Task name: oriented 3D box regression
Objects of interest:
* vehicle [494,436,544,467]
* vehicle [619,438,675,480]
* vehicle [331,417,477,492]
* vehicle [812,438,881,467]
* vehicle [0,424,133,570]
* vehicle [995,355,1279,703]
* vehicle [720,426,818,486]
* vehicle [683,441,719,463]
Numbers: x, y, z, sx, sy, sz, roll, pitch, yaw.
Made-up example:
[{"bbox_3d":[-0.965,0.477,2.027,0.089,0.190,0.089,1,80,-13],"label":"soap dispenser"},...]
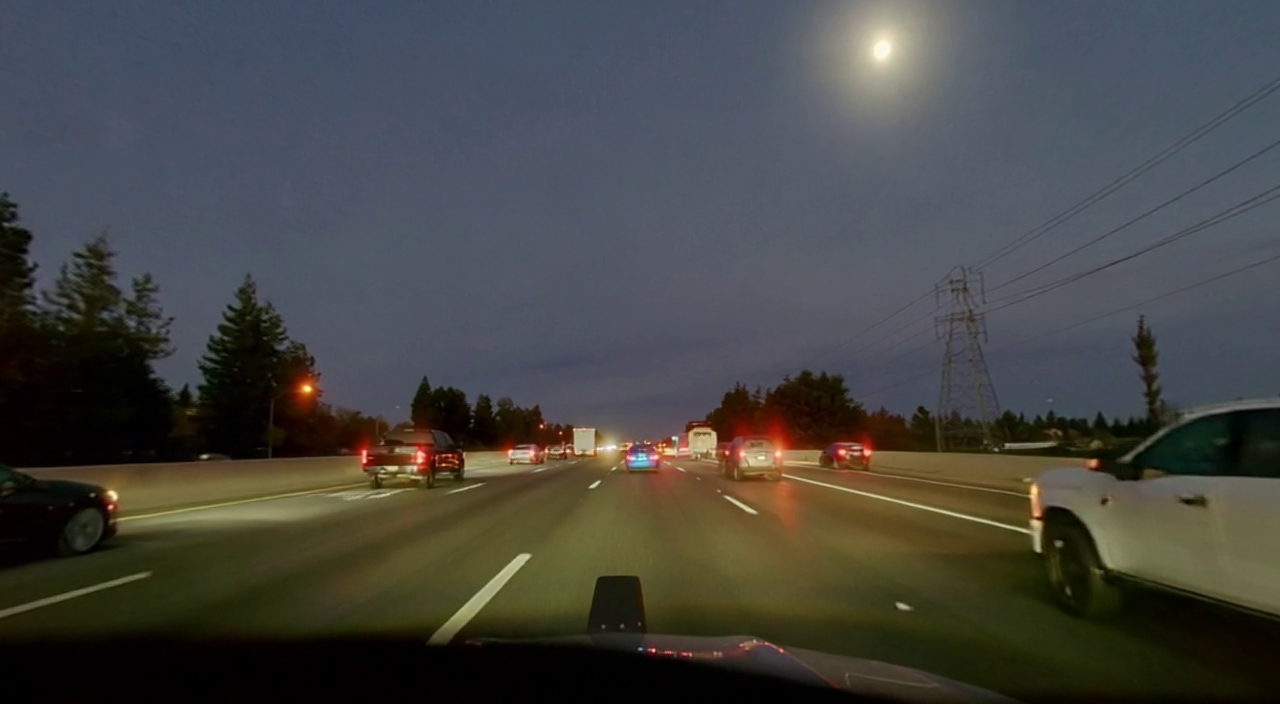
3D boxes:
[{"bbox_3d":[-6.950,5.772,36.799,1.978,1.680,4.263,0,-9,1],"label":"vehicle"},{"bbox_3d":[0.245,4.076,24.244,1.966,1.444,3.986,0,-9,0],"label":"vehicle"},{"bbox_3d":[-6.958,3.135,19.522,2.269,1.936,5.777,0,-9,0],"label":"vehicle"},{"bbox_3d":[11.411,5.600,35.268,2.117,1.491,4.830,0,-9,-1],"label":"vehicle"},{"bbox_3d":[-7.533,1.405,5.915,1.911,1.479,4.312,0,-9,1],"label":"vehicle"},{"bbox_3d":[3.948,0.880,3.001,2.002,1.691,4.290,0,-9,0],"label":"vehicle"},{"bbox_3d":[4.132,3.433,21.101,2.195,1.778,4.455,0,-9,-2],"label":"vehicle"},{"bbox_3d":[3.993,6.617,41.831,1.895,1.429,3.908,0,-9,-1],"label":"vehicle"}]
